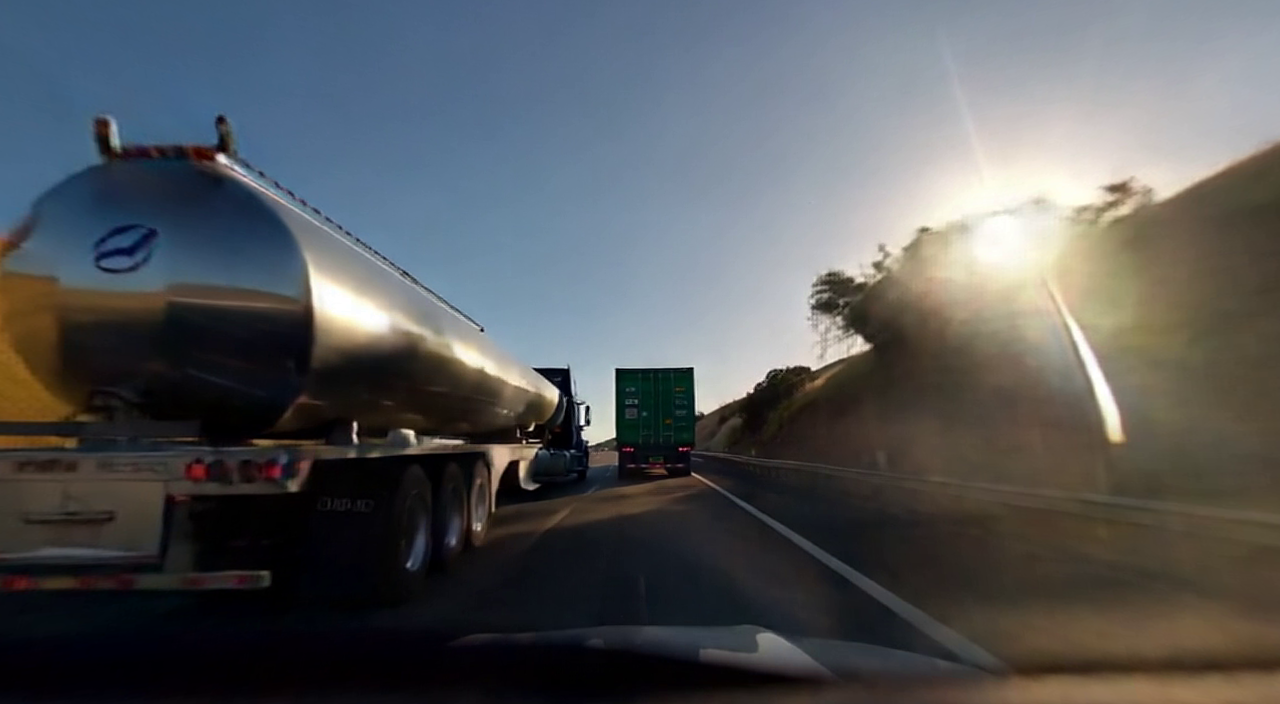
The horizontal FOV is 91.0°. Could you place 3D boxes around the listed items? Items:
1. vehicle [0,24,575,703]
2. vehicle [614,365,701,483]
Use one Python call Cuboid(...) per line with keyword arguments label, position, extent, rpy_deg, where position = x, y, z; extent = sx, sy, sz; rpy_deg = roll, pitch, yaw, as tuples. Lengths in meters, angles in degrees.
Cuboid(label="vehicle", position=(-3.678, 1.200, 11.831), extent=(3.267, 3.655, 17.154), rpy_deg=(0, -9, -1))
Cuboid(label="vehicle", position=(0.664, 3.291, 27.171), extent=(2.942, 4.003, 11.297), rpy_deg=(0, -9, 1))
